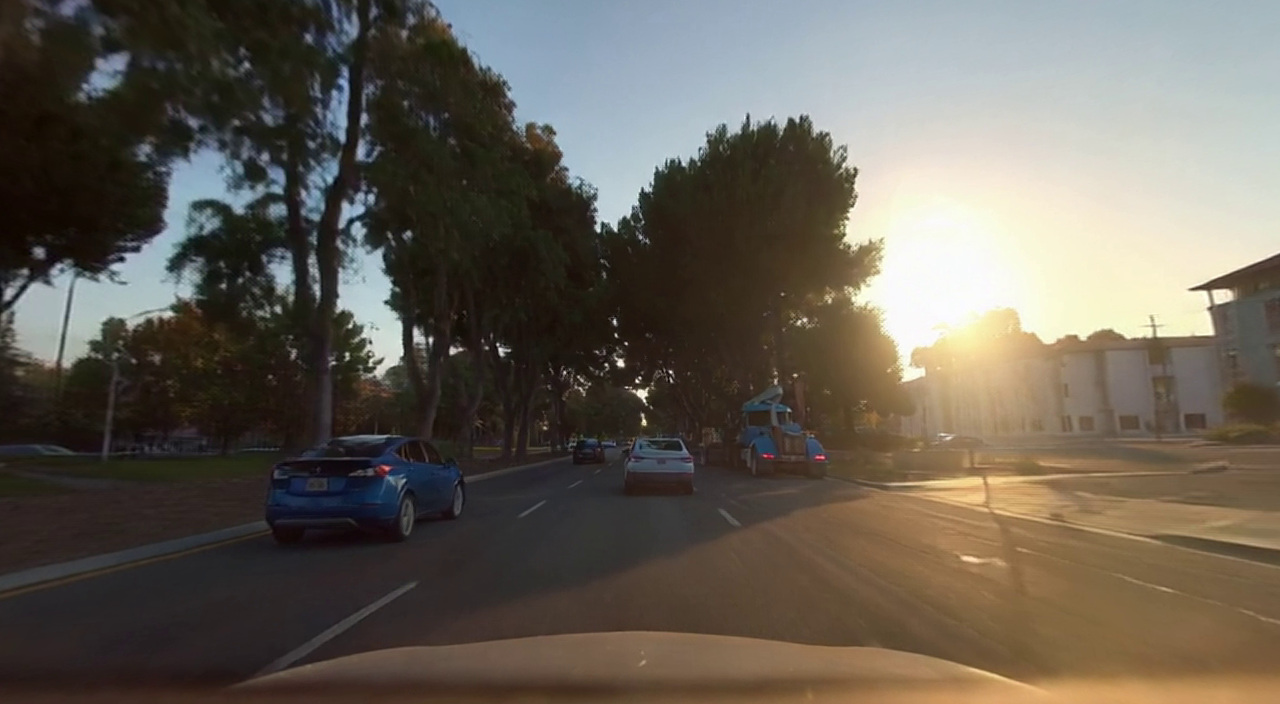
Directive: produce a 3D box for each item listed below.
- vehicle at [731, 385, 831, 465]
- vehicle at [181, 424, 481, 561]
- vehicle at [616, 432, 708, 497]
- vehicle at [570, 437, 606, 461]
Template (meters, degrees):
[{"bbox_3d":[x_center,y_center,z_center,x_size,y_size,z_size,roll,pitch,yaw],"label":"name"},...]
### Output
[{"bbox_3d":[5.826,3.226,27.118,2.736,3.078,5.825,0,-8,-2],"label":"vehicle"},{"bbox_3d":[-4.050,1.920,9.457,2.003,1.507,4.808,0,-8,1],"label":"vehicle"},{"bbox_3d":[0.496,2.864,16.391,2.086,1.466,4.026,0,-8,0],"label":"vehicle"},{"bbox_3d":[-3.680,6.938,45.288,2.062,1.641,4.193,0,-8,2],"label":"vehicle"}]
